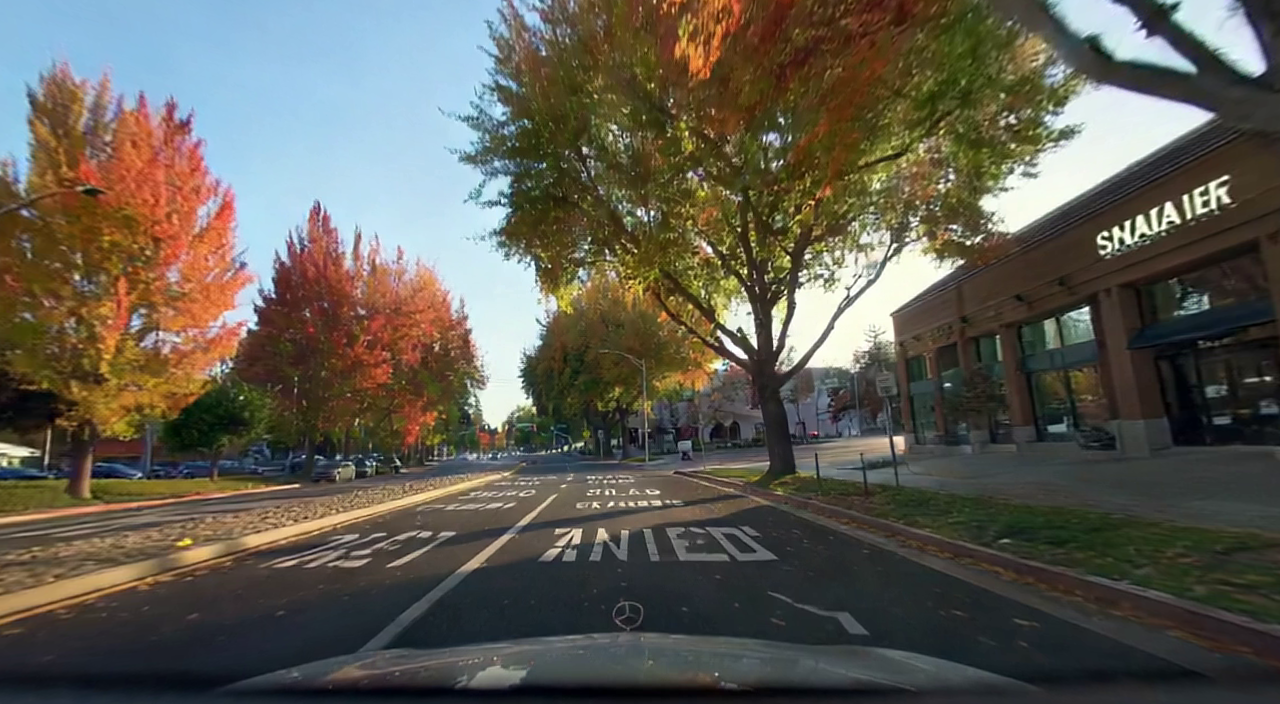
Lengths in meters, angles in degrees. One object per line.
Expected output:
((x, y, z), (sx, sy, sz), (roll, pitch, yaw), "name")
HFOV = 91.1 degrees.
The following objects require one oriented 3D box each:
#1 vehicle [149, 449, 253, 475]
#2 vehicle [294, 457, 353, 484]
((-31.808, 7.984, 45.626), (5.746, 1.807, 2.140), (1, -9, -8), "vehicle")
((-20.830, 7.781, 41.517), (1.956, 1.550, 4.375), (1, -9, -6), "vehicle")
